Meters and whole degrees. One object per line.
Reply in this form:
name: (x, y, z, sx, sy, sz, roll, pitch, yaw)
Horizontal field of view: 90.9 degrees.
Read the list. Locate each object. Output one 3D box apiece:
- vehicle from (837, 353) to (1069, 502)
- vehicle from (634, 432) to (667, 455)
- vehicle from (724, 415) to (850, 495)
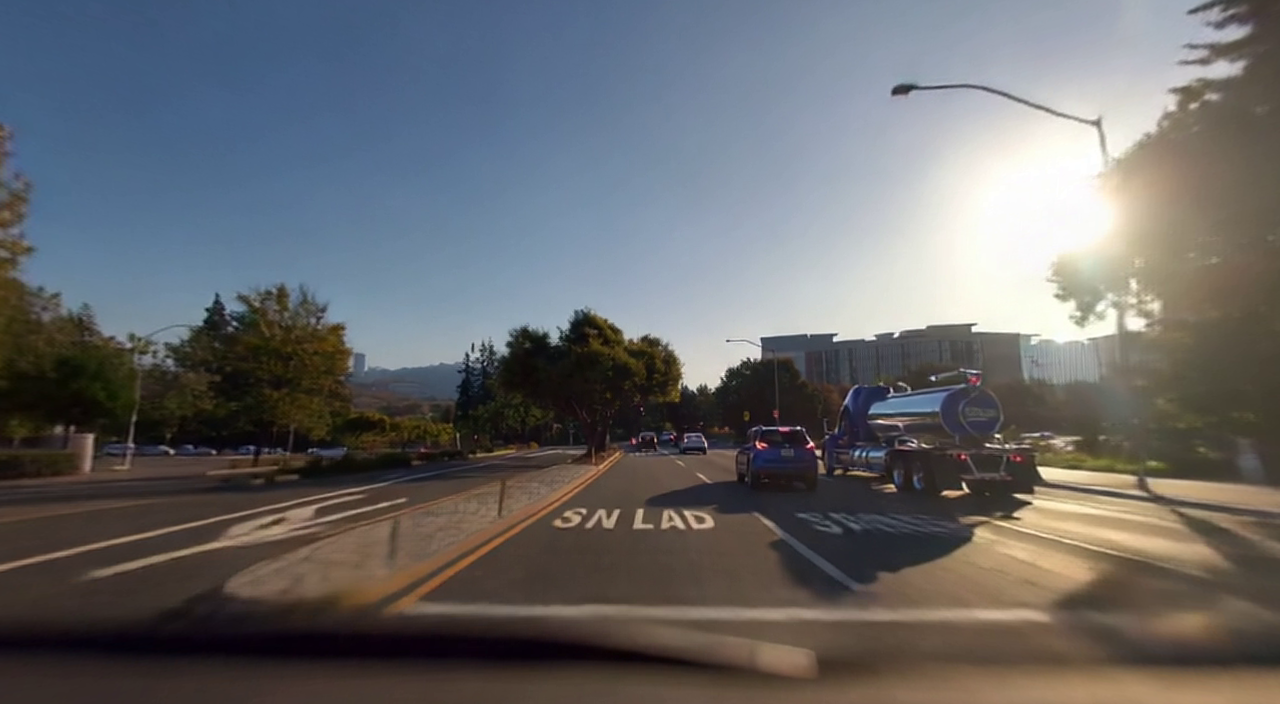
vehicle: (7.765, 2.071, 16.861, 2.849, 3.207, 6.275, 0, -8, 0)
vehicle: (0.656, 6.314, 43.349, 2.148, 1.488, 4.002, 0, -8, 0)
vehicle: (3.518, 2.587, 16.075, 2.045, 1.729, 4.532, 0, -8, -1)
